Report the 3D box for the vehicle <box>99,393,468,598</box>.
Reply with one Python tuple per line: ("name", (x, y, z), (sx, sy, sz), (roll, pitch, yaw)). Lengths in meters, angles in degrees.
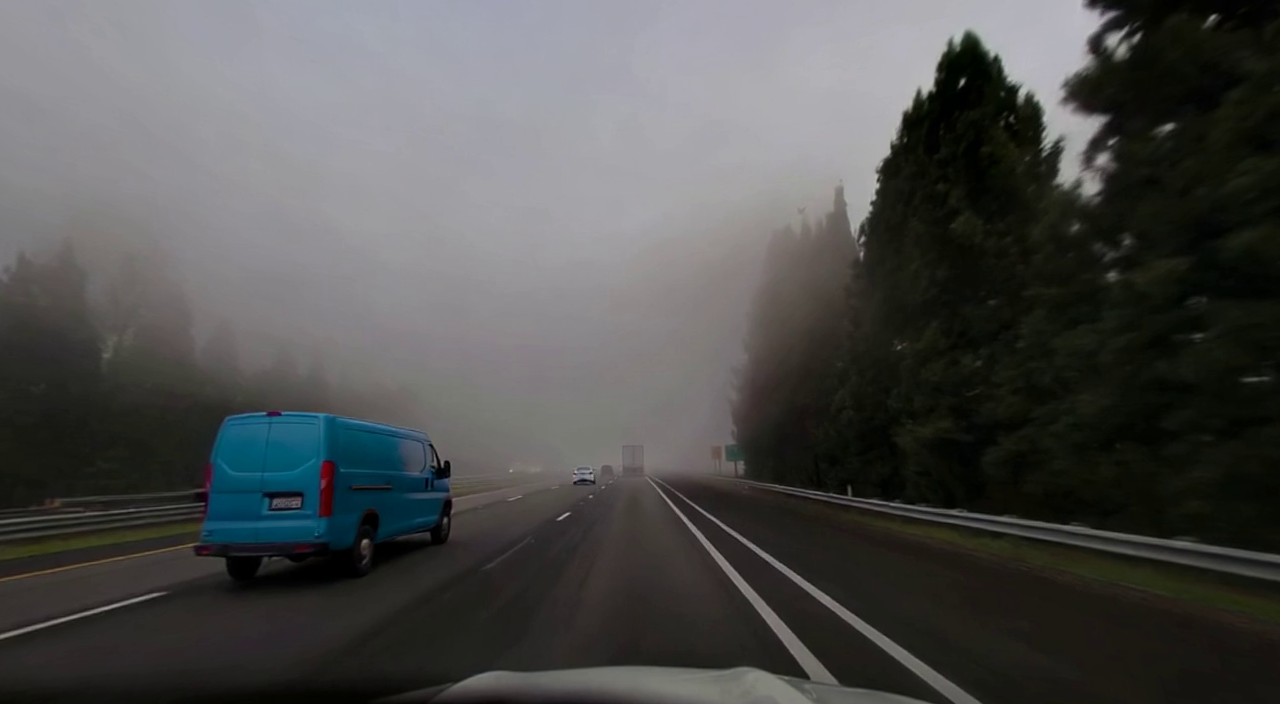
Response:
("vehicle", (-4.131, 1.826, 8.594), (2.208, 1.973, 4.716), (1, -10, 0))
